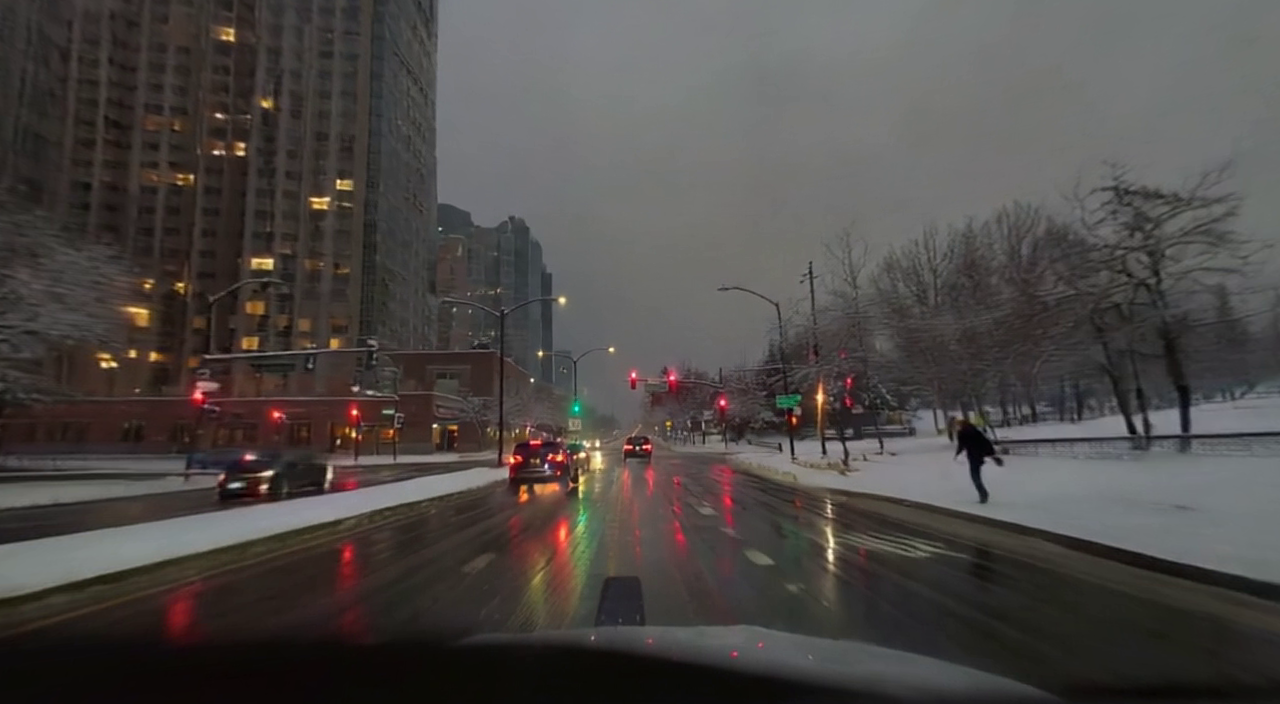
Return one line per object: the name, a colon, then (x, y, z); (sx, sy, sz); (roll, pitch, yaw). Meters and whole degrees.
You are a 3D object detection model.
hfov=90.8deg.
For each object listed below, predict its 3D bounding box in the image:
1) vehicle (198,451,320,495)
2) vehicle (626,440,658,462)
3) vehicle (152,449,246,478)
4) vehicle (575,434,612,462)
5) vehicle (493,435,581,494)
vehicle: (-14.659, 4.636, 24.677); (1.918, 1.513, 4.581); (0, -9, 0)
vehicle: (0.102, 6.754, 43.165); (2.095, 1.438, 3.843); (0, -9, 0)
vehicle: (-29.688, 7.506, 42.603); (4.684, 1.806, 2.073); (0, -9, -1)
vehicle: (-3.196, 6.756, 44.495); (2.152, 1.802, 4.628); (-1, -9, 1)
vehicle: (-3.244, 3.661, 20.855); (2.116, 1.725, 4.315); (0, -9, 1)
